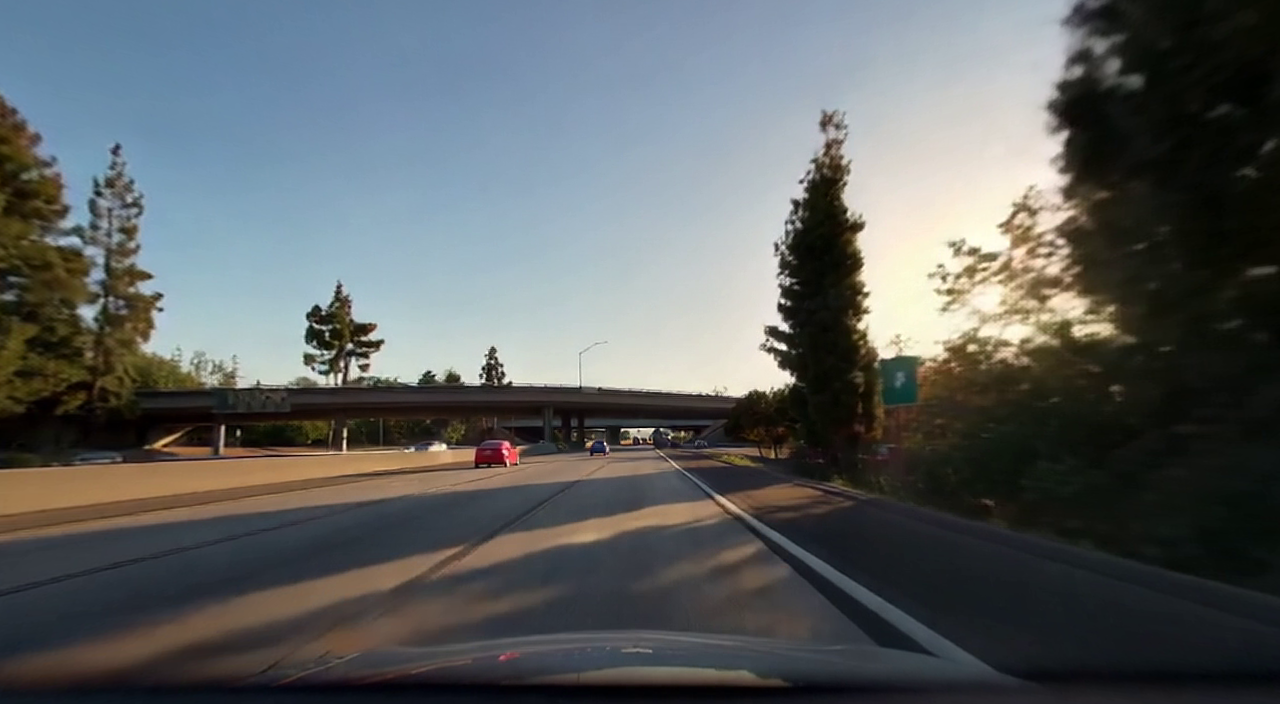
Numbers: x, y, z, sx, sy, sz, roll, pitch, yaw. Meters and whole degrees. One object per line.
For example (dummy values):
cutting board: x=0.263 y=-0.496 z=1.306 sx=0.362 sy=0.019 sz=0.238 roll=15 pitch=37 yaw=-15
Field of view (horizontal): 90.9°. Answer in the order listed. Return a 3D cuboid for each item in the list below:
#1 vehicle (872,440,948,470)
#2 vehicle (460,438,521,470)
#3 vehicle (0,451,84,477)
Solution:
vehicle: x=15.445 y=5.872 z=36.333 sx=2.000 sy=1.515 sz=4.188 roll=0 pitch=-8 yaw=-9
vehicle: x=-7.405 y=5.076 z=31.675 sx=1.987 sy=1.486 sz=4.174 roll=0 pitch=-8 yaw=1
vehicle: x=-41.564 y=7.677 z=43.527 sx=1.878 sy=1.675 sz=4.614 roll=-1 pitch=-8 yaw=4
